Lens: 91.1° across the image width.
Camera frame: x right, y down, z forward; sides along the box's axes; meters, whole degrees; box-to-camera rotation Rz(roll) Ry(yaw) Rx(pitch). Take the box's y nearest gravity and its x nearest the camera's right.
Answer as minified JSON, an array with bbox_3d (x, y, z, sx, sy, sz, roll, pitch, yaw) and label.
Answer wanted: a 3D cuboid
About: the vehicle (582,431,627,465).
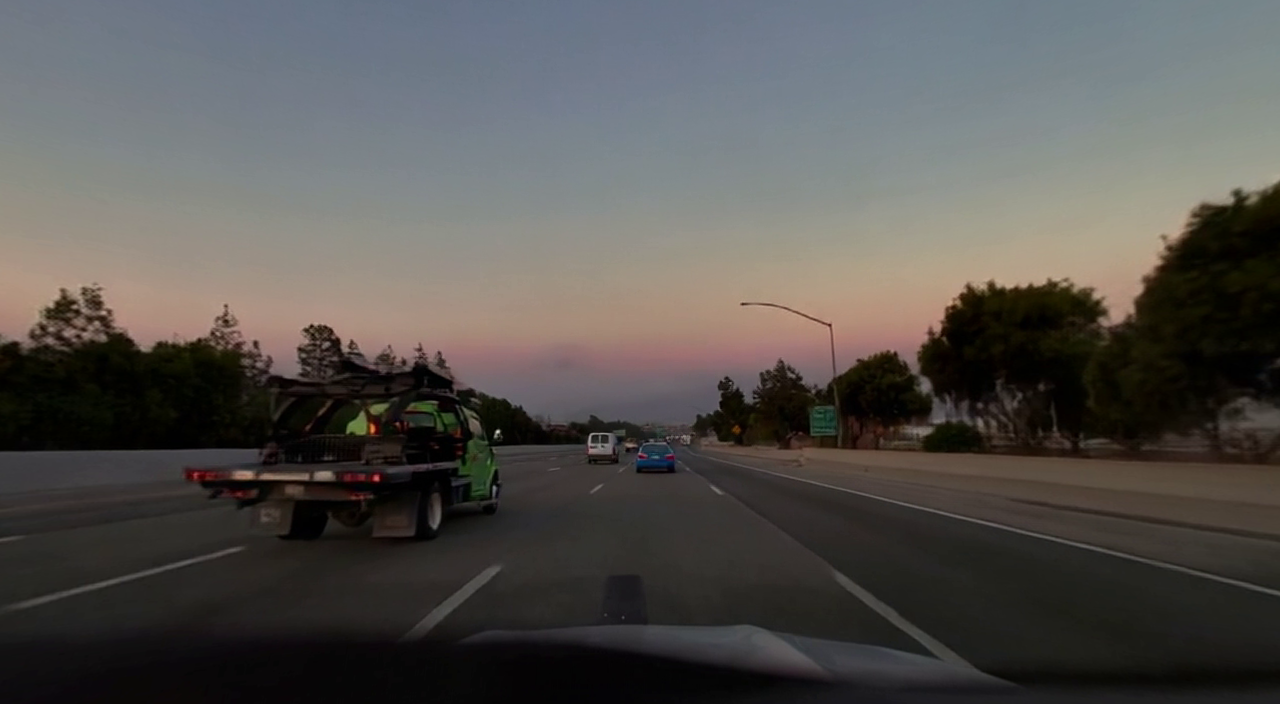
[{"bbox_3d":[-2.330,6.543,43.060,2.526,2.146,5.594,0,-8,2],"label":"vehicle"}]

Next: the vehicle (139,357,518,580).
[{"bbox_3d":[-3.451,1.478,8.690,2.292,2.070,5.532,0,-8,1],"label":"vehicle"}]

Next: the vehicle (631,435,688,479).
[{"bbox_3d":[0.777,4.359,26.369,2.165,1.653,4.456,0,-8,1],"label":"vehicle"}]
